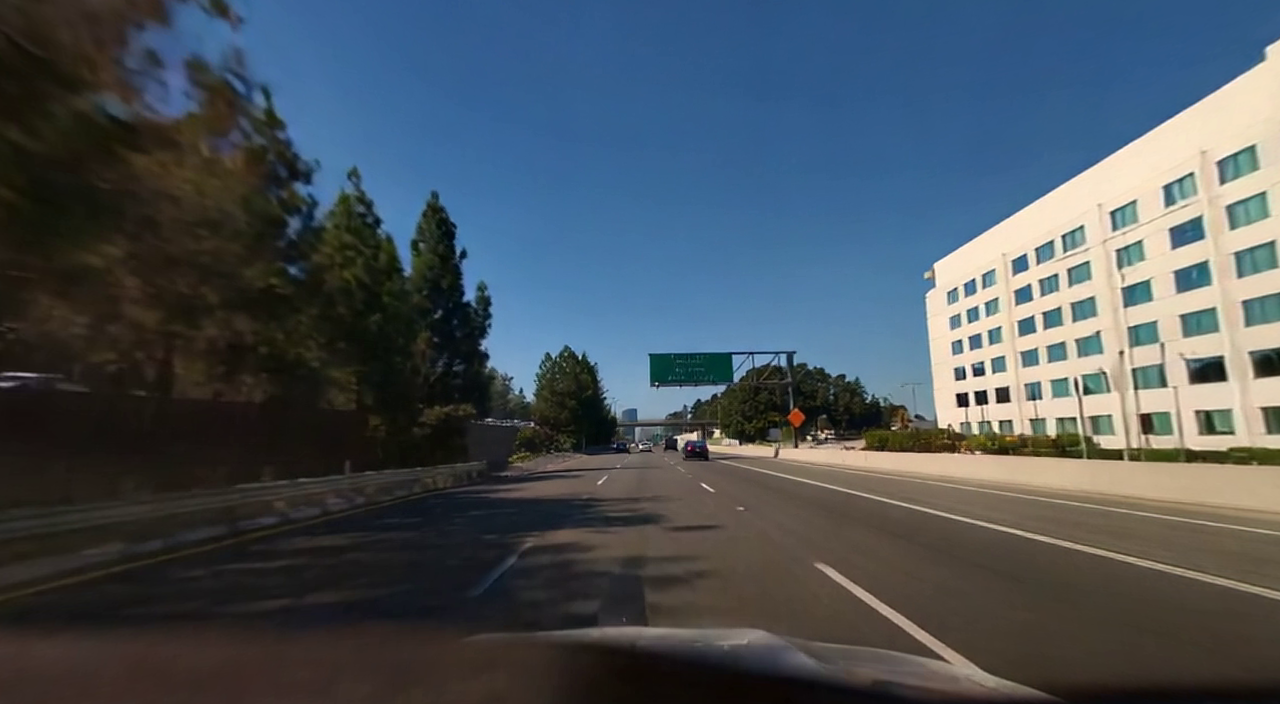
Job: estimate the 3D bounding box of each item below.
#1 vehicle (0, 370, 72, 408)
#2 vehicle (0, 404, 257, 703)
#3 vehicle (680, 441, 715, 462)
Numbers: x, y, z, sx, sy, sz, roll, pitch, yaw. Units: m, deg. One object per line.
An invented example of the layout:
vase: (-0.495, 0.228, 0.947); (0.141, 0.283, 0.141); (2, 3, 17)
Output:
vehicle: (-29.136, 1.794, 29.730); (1.590, 1.425, 3.565); (0, -9, -5)
vehicle: (-3.693, 0.888, 1.895); (2.066, 1.531, 4.738); (0, -8, 1)
vehicle: (4.113, 7.228, 45.762); (2.069, 1.431, 4.313); (0, -8, -1)
